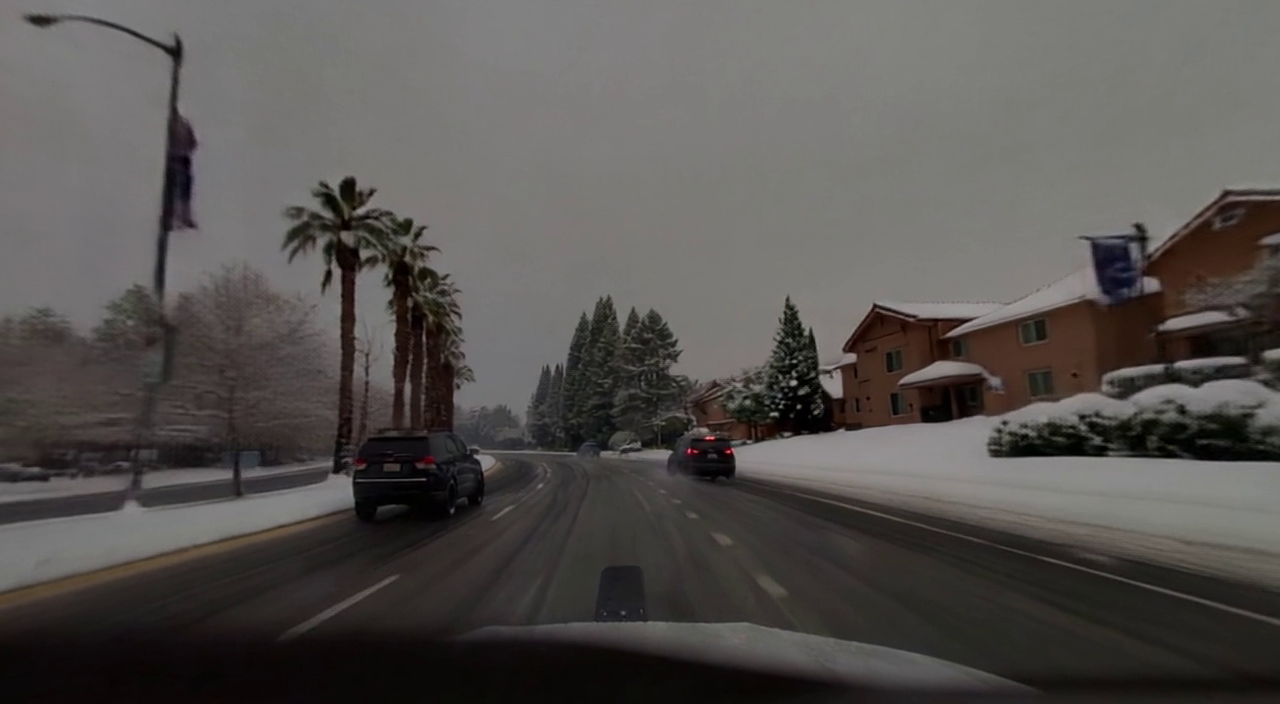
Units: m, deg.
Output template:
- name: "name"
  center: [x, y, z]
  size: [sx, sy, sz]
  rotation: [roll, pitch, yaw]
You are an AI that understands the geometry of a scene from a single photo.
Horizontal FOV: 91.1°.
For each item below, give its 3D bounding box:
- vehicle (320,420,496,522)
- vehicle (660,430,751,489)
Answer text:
- name: "vehicle"
  center: [-4.622, 2.452, 13.493]
  size: [2.150, 1.768, 4.868]
  rotation: [1, -9, -3]
- name: "vehicle"
  center: [2.126, 3.719, 22.011]
  size: [2.195, 1.804, 4.658]
  rotation: [1, -9, -7]
